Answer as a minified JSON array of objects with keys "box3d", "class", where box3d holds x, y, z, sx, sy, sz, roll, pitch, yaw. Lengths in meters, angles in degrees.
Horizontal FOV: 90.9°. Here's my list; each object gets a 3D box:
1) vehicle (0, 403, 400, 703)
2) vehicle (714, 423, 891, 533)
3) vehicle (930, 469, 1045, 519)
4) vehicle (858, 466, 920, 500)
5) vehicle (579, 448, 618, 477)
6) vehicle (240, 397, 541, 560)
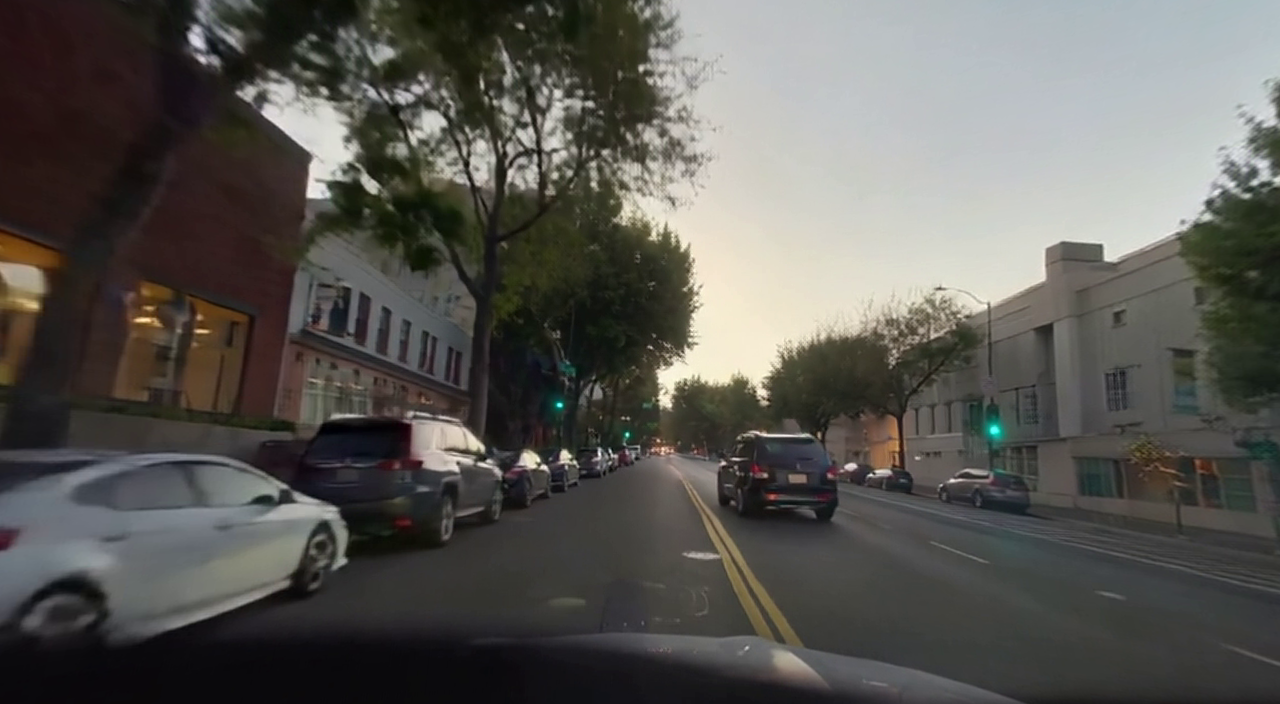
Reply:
[{"box3d":[-3.621,1.219,4.312,1.910,1.497,4.611,0,-9,3],"class":"vehicle"},{"box3d":[3.179,2.663,14.041,2.411,1.899,5.993,0,-9,1],"class":"vehicle"},{"box3d":[14.193,5.798,26.140,2.189,1.753,4.376,3,-11,-1],"class":"vehicle"},{"box3d":[14.730,7.735,37.474,1.866,1.554,4.393,4,-8,-1],"class":"vehicle"},{"box3d":[-2.231,6.115,35.218,1.842,1.497,4.238,0,-9,1],"class":"vehicle"},{"box3d":[-3.280,1.833,9.875,2.171,1.816,5.274,-1,-9,5],"class":"vehicle"}]
